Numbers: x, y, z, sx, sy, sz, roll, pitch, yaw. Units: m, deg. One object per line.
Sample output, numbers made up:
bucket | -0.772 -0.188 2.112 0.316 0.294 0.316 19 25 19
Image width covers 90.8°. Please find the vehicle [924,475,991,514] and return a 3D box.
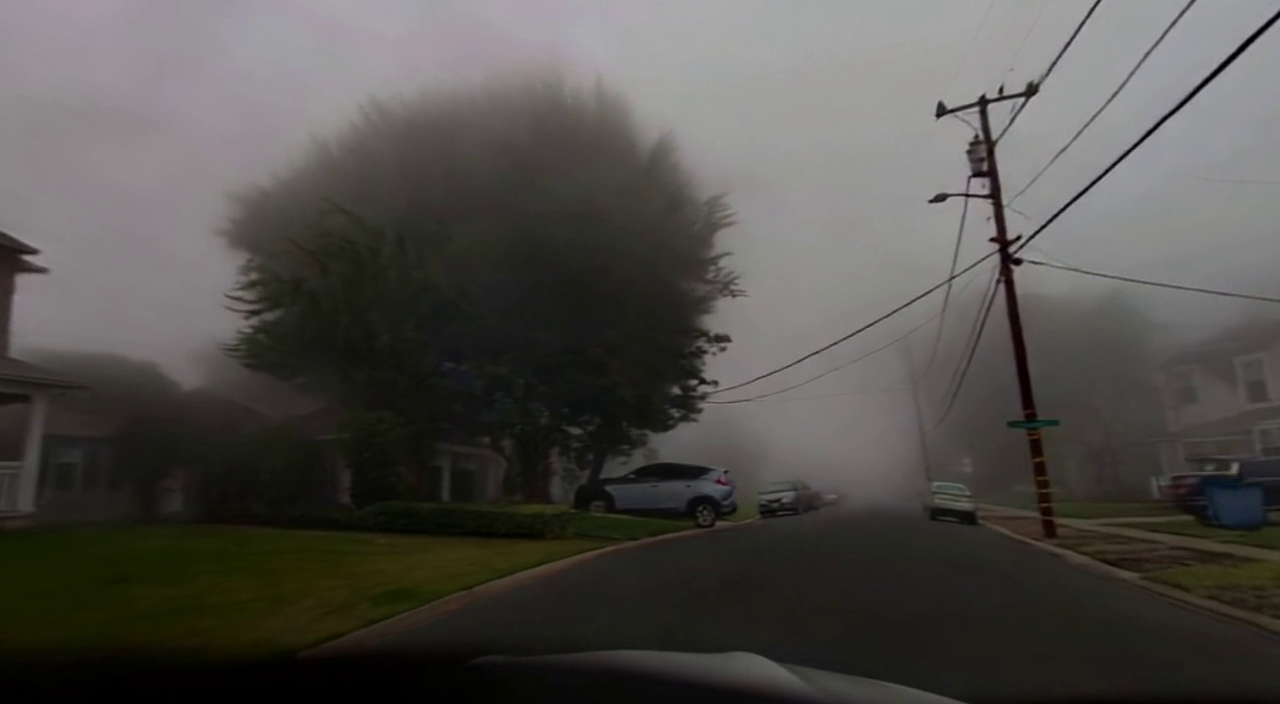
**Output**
vehicle | 16.924 7.607 33.696 3.005 1.535 4.025 -2 -17 27

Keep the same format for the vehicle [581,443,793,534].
vehicle | 1.223 3.211 15.383 4.537 1.595 2.471 1 -9 21

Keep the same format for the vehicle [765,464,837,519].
vehicle | 5.889 4.899 22.697 2.081 1.589 4.691 -3 -9 18

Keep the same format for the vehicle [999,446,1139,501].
vehicle | 17.303 4.878 25.734 4.249 1.905 1.904 -3 -5 19
